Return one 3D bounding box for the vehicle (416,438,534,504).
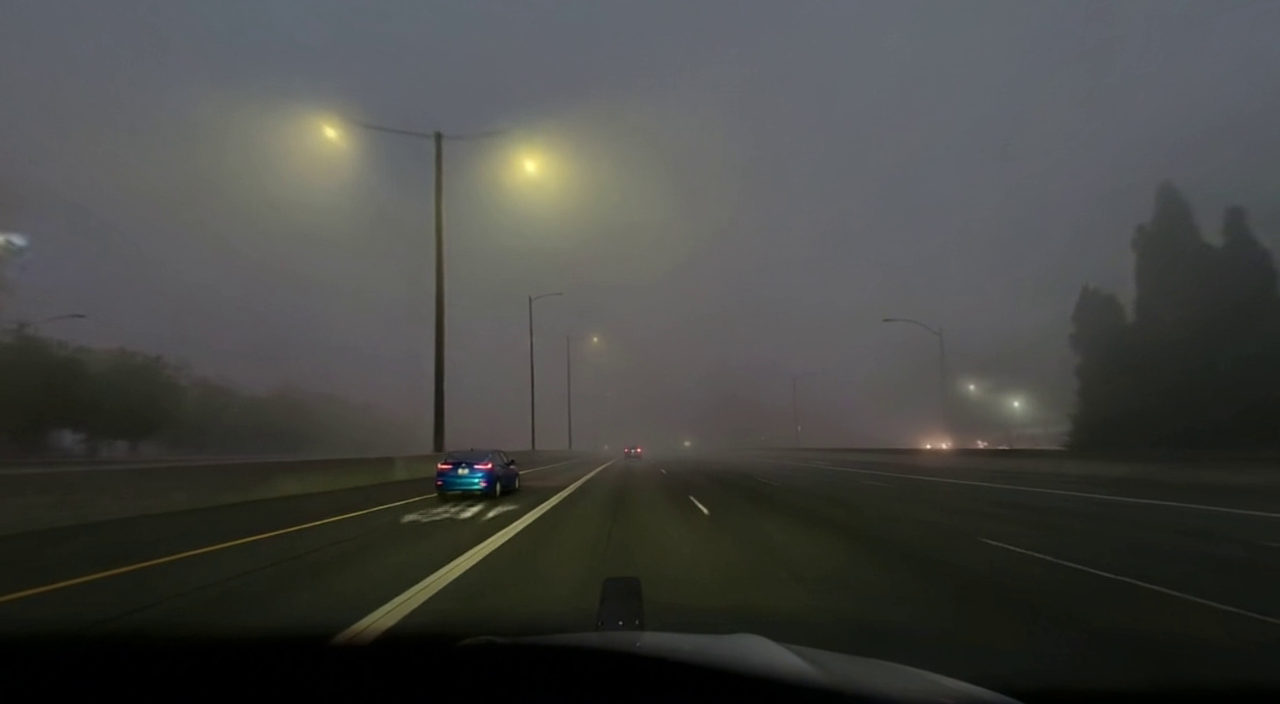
[{"bbox_3d":[-4.149,3.049,16.684,1.900,1.492,4.495,0,-9,0],"label":"vehicle"}]
